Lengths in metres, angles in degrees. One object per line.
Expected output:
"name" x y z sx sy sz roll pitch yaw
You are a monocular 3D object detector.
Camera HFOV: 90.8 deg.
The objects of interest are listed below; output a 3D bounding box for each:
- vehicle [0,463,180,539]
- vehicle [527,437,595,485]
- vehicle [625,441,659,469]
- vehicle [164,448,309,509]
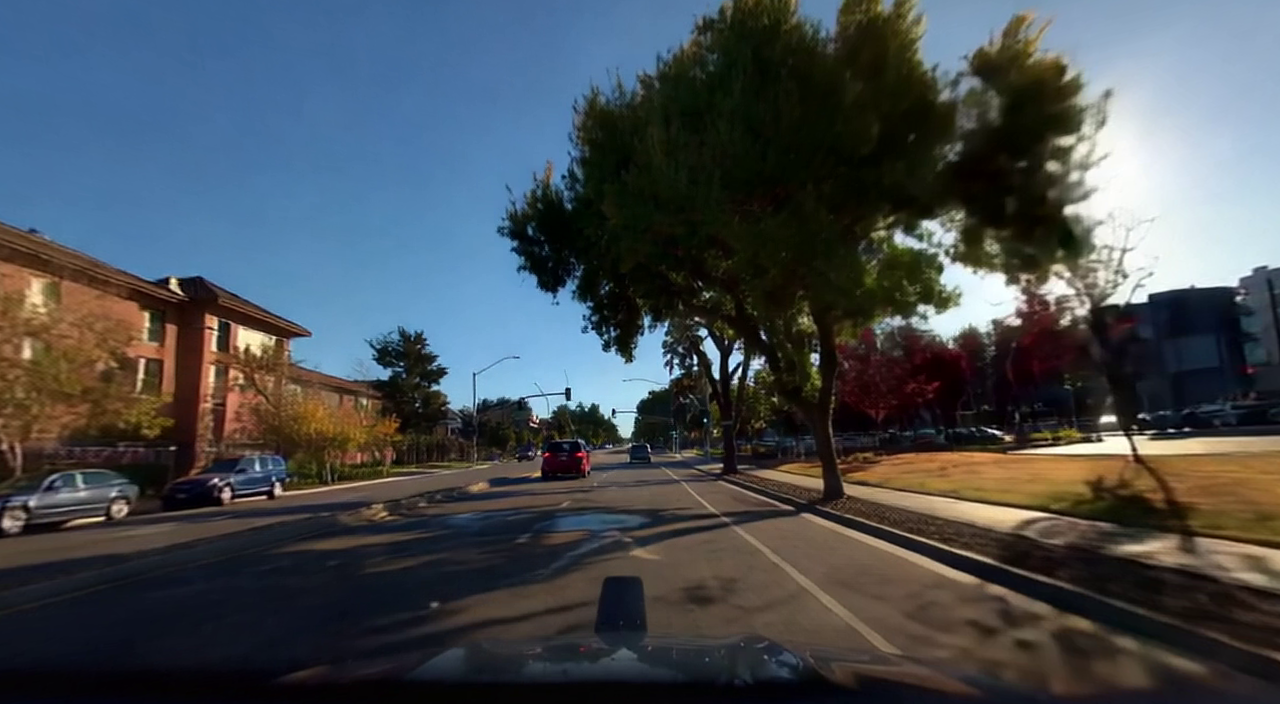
"vehicle" -14.267 3.592 15.848 1.880 1.476 4.715 0 -9 0
"vehicle" -3.075 4.374 25.662 2.097 1.755 4.336 0 -9 1
"vehicle" 0.056 6.731 41.495 2.088 1.735 4.801 0 -9 -1
"vehicle" -14.073 4.399 22.482 1.996 1.886 4.692 0 -9 0
